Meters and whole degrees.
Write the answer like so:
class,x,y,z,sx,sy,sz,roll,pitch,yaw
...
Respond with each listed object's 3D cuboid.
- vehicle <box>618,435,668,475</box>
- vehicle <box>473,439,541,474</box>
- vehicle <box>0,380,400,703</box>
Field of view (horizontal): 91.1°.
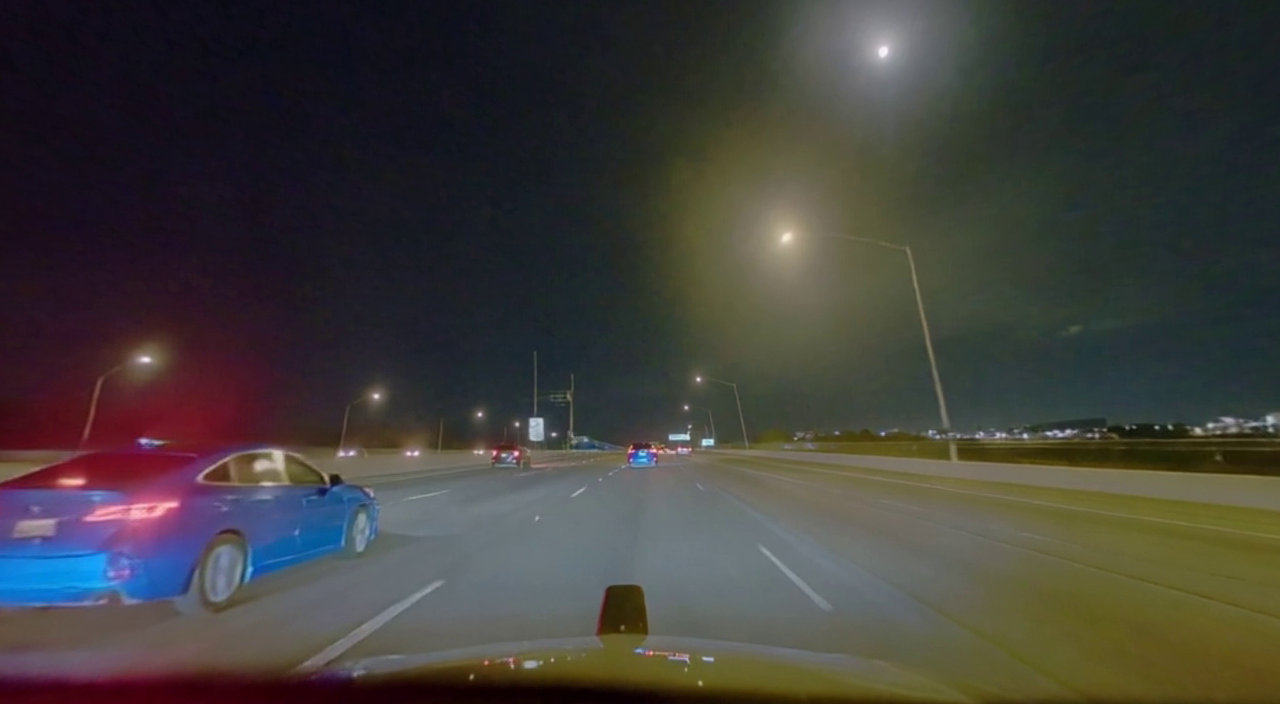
class,x,y,z,sx,sy,sz,roll,pitch,yaw
vehicle,0.169,4.749,29.014,2.155,1.690,4.318,0,-9,1
vehicle,-6.251,4.984,30.070,1.994,1.519,4.668,0,-9,3
vehicle,-3.948,1.259,5.016,2.124,1.607,4.531,0,-9,2
